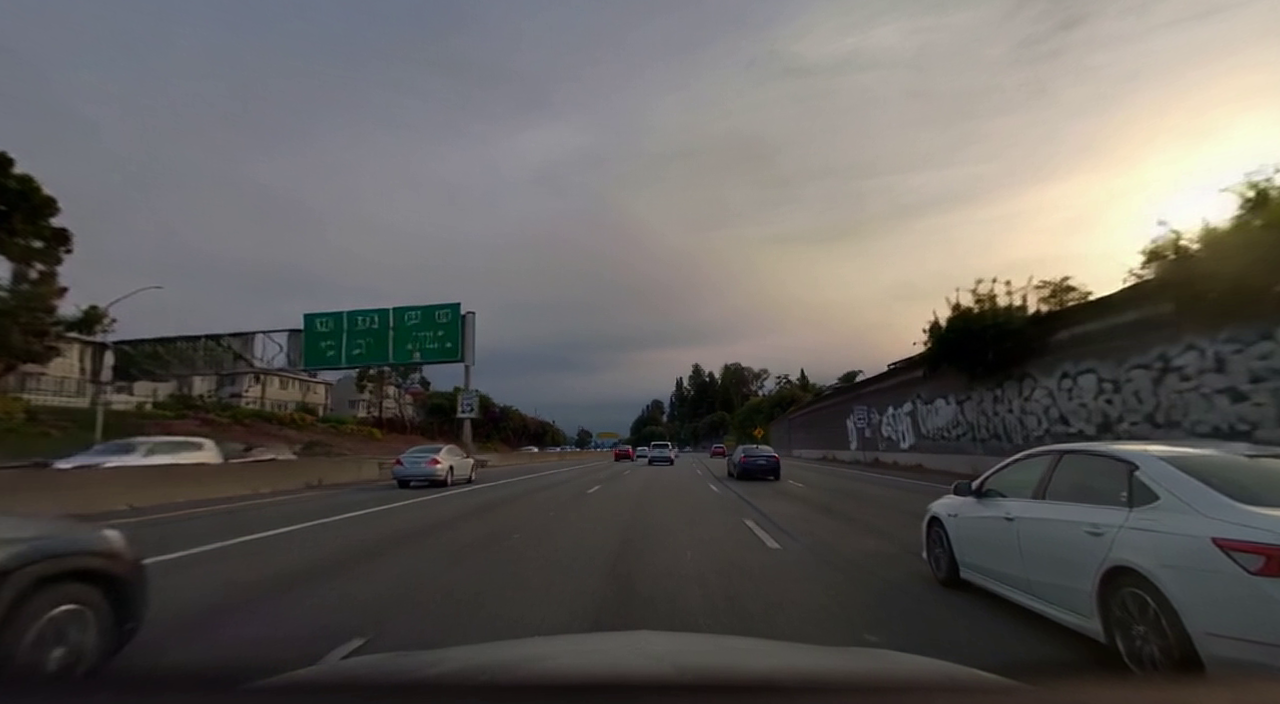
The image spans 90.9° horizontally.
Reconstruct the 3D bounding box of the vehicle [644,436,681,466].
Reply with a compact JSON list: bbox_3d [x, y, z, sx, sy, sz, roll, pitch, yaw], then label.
[{"bbox_3d":[1.393,6.193,39.683,2.183,1.764,4.134,0,-8,2],"label":"vehicle"}]

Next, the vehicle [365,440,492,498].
[{"bbox_3d":[-6.088,3.390,18.820,2.050,1.507,4.375,0,-8,3],"label":"vehicle"}]

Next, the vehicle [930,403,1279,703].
[{"bbox_3d":[3.730,1.146,3.859,1.912,1.509,4.291,0,-8,1],"label":"vehicle"}]

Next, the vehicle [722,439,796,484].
[{"bbox_3d":[4.100,3.843,22.385,1.854,1.438,3.954,0,-8,0],"label":"vehicle"}]

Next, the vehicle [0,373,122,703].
[{"bbox_3d":[-3.575,0.638,0.813,2.136,1.571,4.285,0,-8,0],"label":"vehicle"}]
